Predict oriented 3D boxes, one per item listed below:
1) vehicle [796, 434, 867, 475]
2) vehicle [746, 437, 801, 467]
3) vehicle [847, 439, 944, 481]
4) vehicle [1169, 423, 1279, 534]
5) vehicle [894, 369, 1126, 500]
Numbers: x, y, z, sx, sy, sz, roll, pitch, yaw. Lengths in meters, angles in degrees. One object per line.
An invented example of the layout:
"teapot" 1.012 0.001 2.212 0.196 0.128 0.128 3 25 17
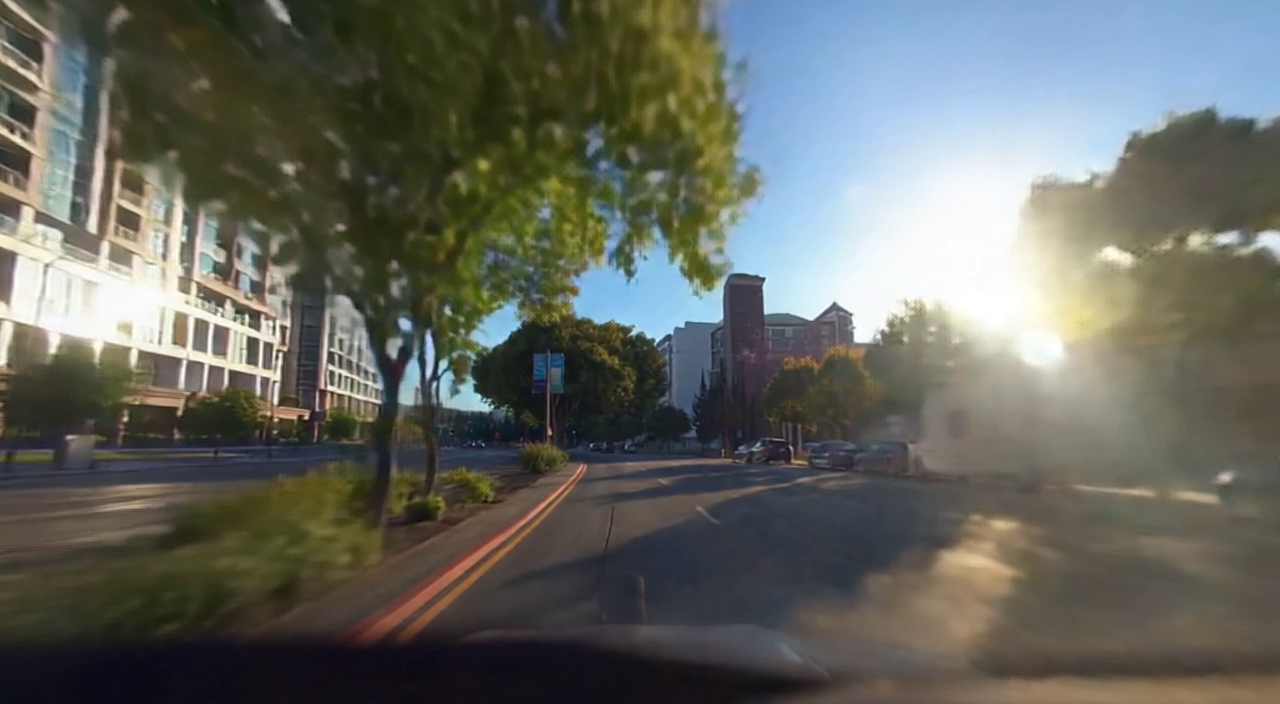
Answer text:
"vehicle" 9.912 5.316 33.024 1.916 1.889 4.675 4 -9 -5
"vehicle" 8.813 6.658 42.200 2.211 1.831 5.275 1 -9 -4
"vehicle" 10.271 4.367 25.814 1.885 1.545 4.377 1 -9 -4
"vehicle" 10.975 1.835 8.940 2.050 1.699 5.584 0 -8 -1
"vehicle" 10.585 2.524 19.104 2.853 3.253 6.441 0 -8 -2
